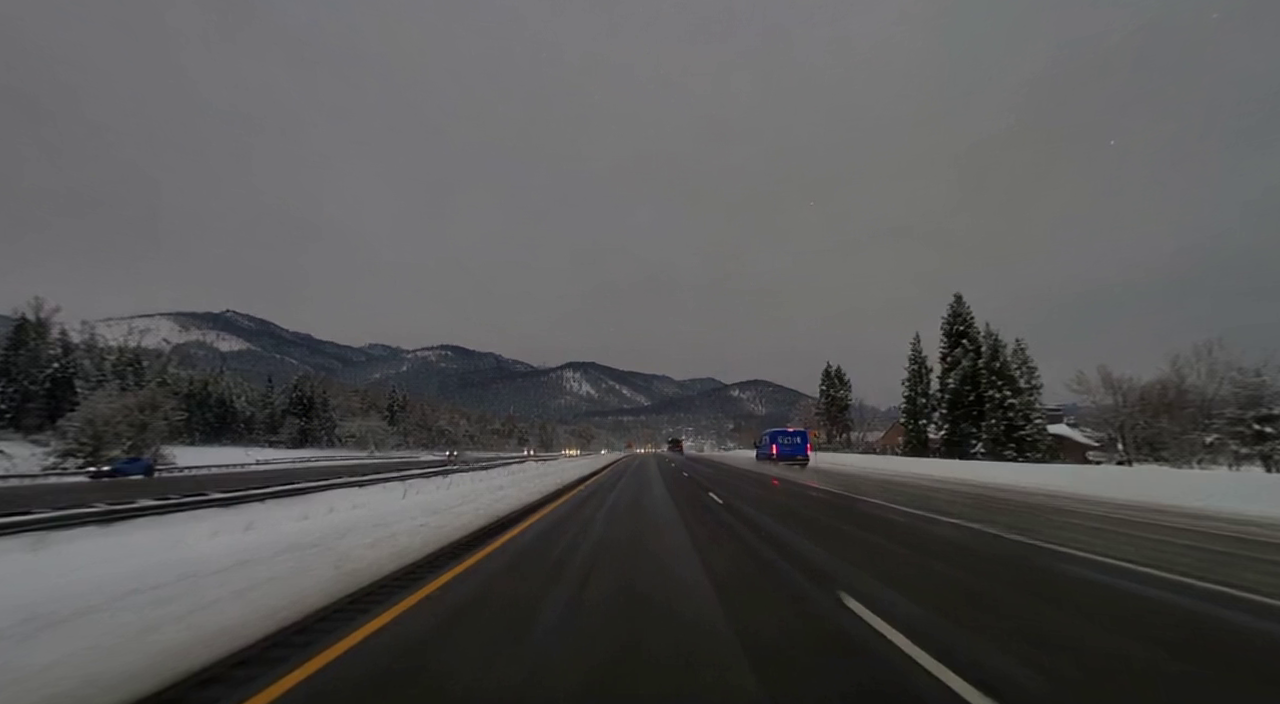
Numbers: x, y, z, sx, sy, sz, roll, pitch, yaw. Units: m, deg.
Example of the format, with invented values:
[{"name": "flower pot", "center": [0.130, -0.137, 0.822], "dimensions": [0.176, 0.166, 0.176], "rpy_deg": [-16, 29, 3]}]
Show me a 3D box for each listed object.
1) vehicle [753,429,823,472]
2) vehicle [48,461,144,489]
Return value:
[{"name": "vehicle", "center": [7.658, 5.178, 33.302], "dimensions": [2.275, 2.059, 5.543], "rpy_deg": [0, -8, -1]}, {"name": "vehicle", "center": [-35.373, 7.978, 41.191], "dimensions": [1.933, 1.536, 4.882], "rpy_deg": [0, -8, -1]}]
